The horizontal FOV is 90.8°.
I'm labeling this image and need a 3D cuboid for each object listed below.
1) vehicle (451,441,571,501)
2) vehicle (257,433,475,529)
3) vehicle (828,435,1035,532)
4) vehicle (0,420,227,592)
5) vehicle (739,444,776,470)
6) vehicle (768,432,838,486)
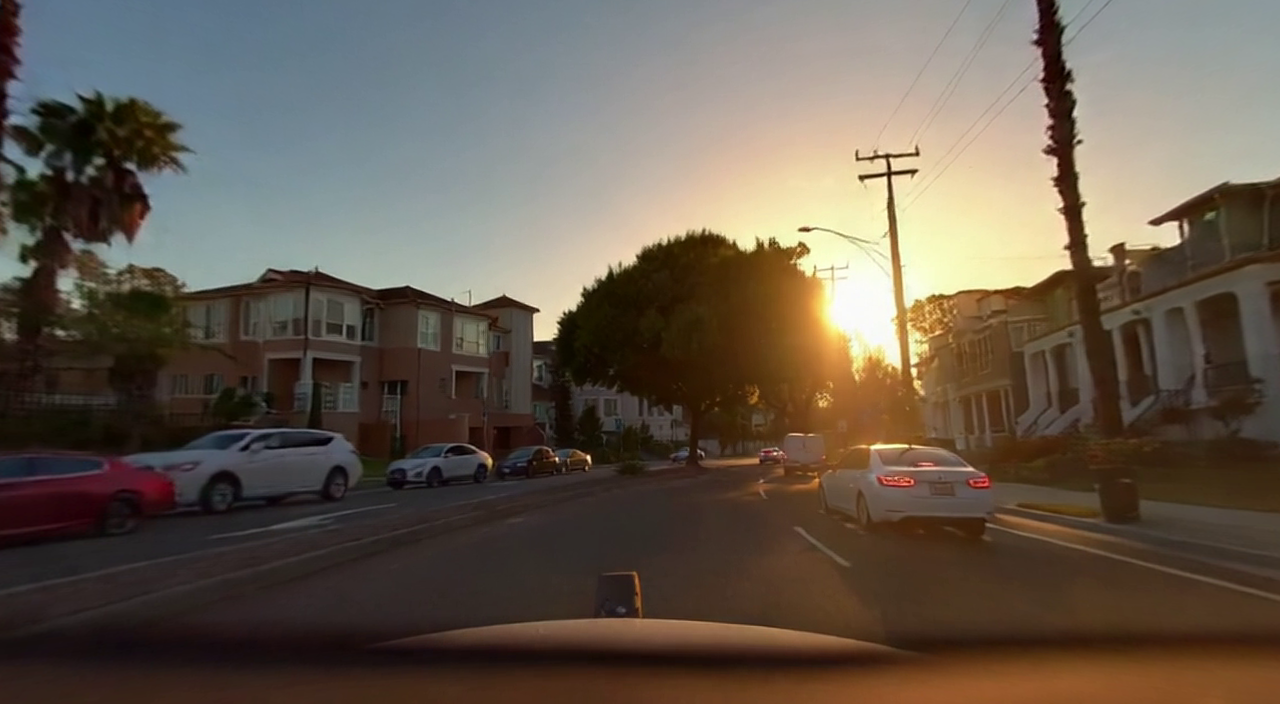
[{"bbox_3d":[-3.940,3.710,20.225,2.081,1.453,4.698,-4,-6,11],"label":"vehicle"},{"bbox_3d":[-5.080,2.413,12.479,1.852,1.498,4.238,-4,-8,11],"label":"vehicle"},{"bbox_3d":[5.433,2.496,12.622,2.096,1.552,4.519,0,-9,2],"label":"vehicle"},{"bbox_3d":[-6.628,1.403,5.894,1.959,1.515,4.668,-1,-6,8],"label":"vehicle"},{"bbox_3d":[7.594,6.705,40.582,1.923,1.576,4.026,-2,-9,15],"label":"vehicle"},{"bbox_3d":[6.647,4.408,26.263,2.109,2.002,4.424,-1,-9,6],"label":"vehicle"}]
